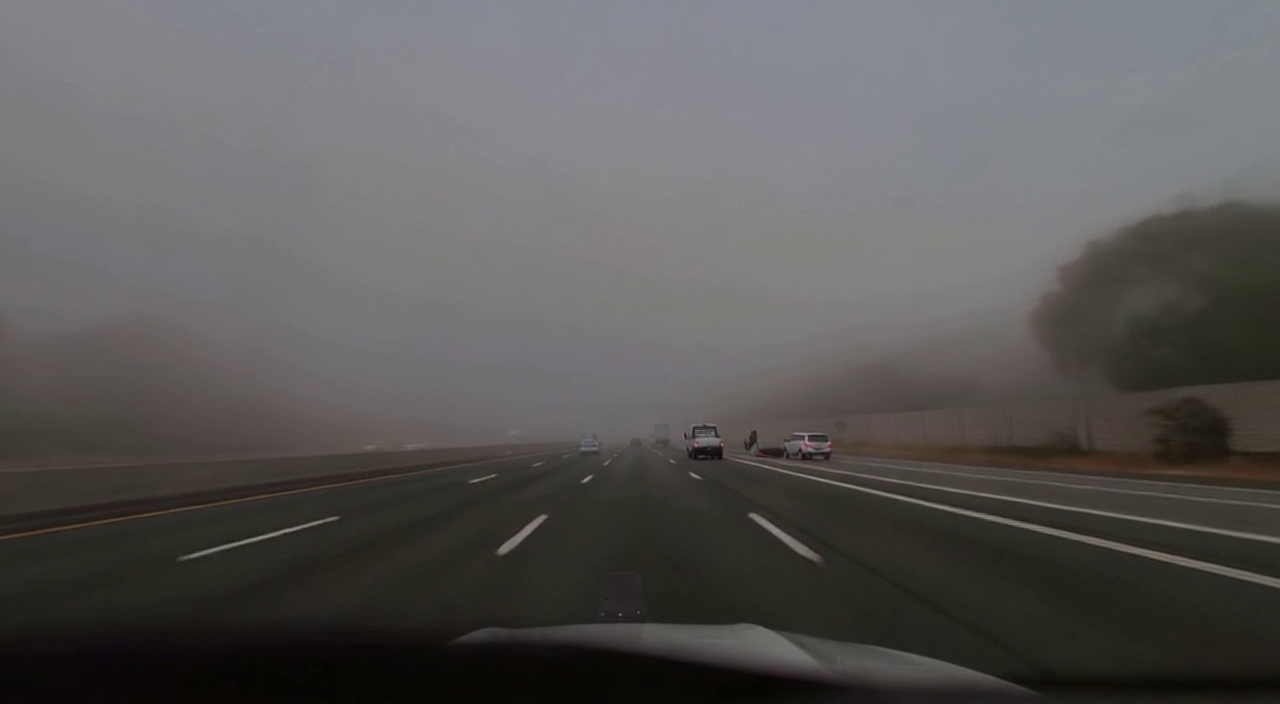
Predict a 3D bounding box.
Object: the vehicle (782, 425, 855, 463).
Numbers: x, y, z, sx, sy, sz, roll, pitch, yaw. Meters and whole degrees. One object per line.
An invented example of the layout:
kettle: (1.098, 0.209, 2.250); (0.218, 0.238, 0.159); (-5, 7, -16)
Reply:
vehicle: (9.539, 5.020, 34.186); (2.184, 1.873, 5.466); (0, -8, -2)

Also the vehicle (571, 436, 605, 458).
vehicle: (-3.708, 6.828, 45.412); (2.066, 1.500, 4.415); (0, -8, 0)

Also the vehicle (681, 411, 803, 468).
vehicle: (4.100, 4.165, 29.488); (3.042, 2.004, 14.051); (0, -8, -2)
